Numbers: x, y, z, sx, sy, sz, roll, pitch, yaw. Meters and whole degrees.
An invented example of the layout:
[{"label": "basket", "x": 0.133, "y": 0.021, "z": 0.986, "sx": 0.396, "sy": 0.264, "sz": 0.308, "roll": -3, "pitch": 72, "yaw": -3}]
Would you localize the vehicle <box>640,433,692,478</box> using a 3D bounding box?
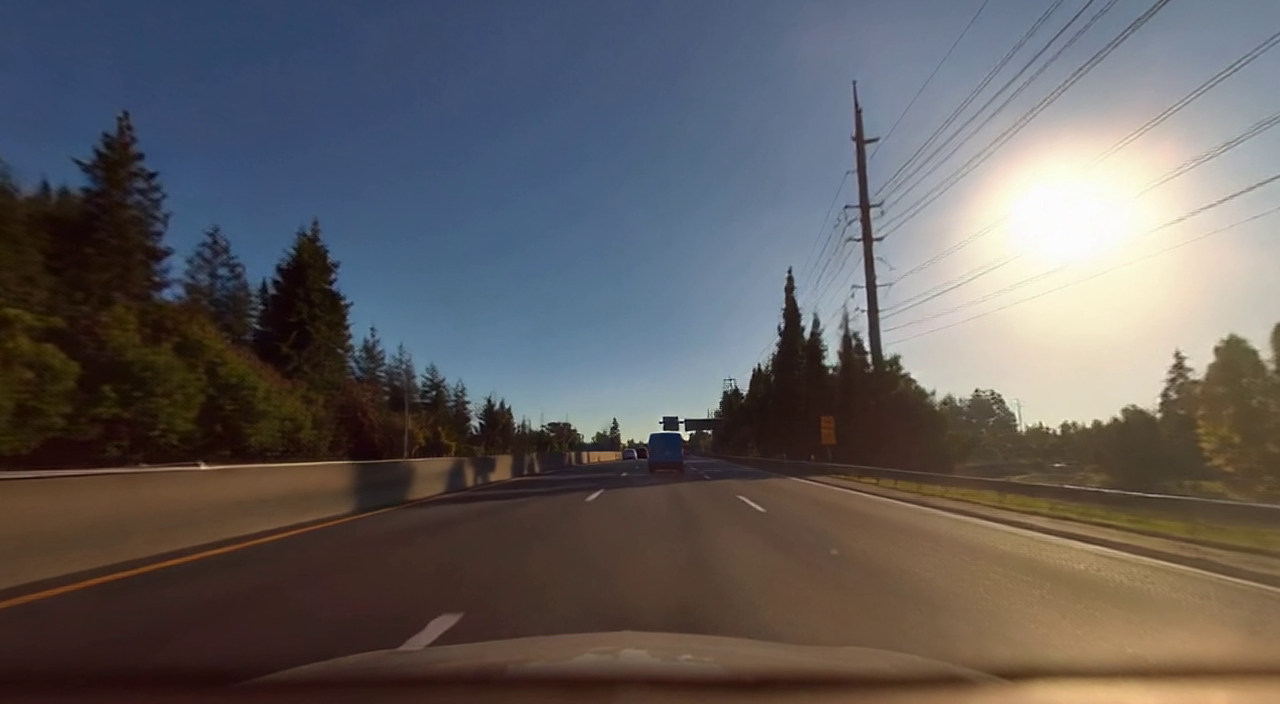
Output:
[{"label": "vehicle", "x": 1.211, "y": 4.936, "z": 30.141, "sx": 2.261, "sy": 1.969, "sz": 5.104, "roll": 0, "pitch": -9, "yaw": 2}]
